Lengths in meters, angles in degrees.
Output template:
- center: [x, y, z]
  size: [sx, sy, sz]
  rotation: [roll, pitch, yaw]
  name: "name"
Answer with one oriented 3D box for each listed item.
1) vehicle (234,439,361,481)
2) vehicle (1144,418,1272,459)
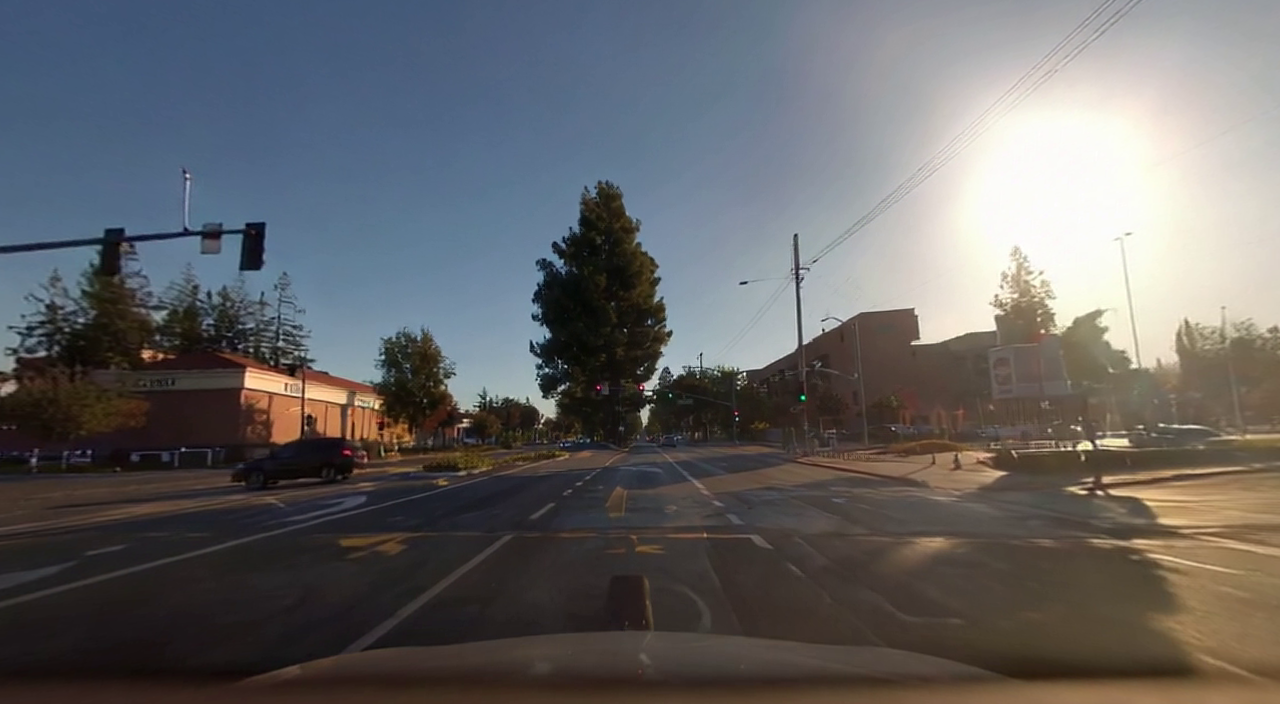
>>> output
- center: [-16.657, 5.238, 30.885]
  size: [2.162, 1.863, 4.938]
  rotation: [-8, -12, 43]
  name: "vehicle"
- center: [22.305, 3.414, 24.736]
  size: [4.694, 1.481, 1.884]
  rotation: [4, -9, -25]
  name: "vehicle"
